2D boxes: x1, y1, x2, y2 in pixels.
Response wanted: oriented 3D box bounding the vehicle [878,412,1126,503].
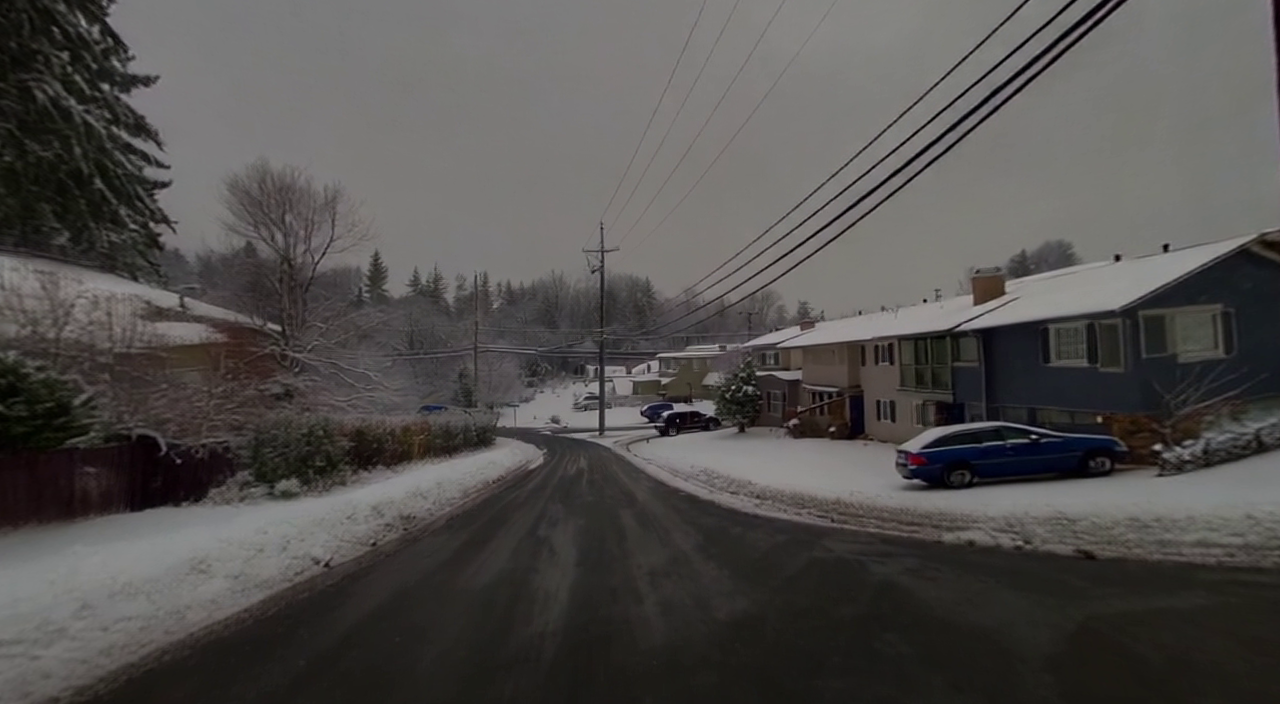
[{"bbox_3d":[8.915,2.620,15.513,5.663,1.913,2.170,5,-10,-23],"label":"vehicle"}]
